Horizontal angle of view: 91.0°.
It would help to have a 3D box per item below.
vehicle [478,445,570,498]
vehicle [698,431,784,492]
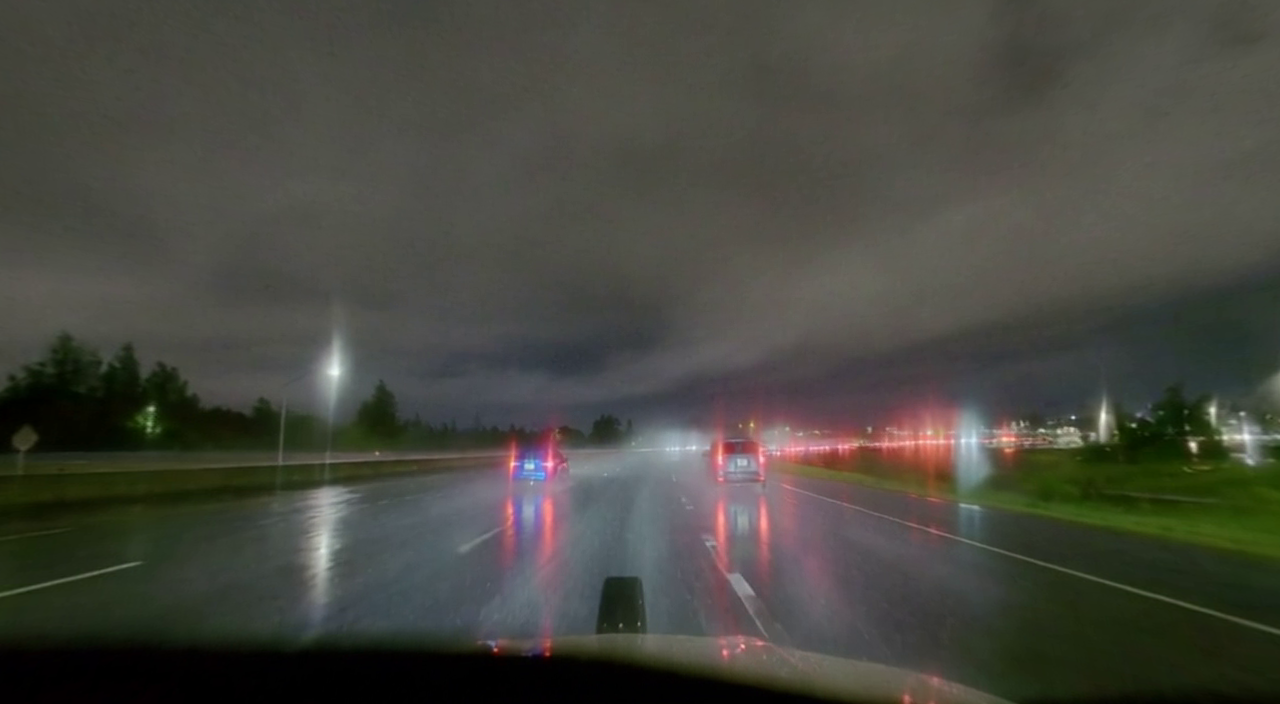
[{"bbox_3d":[-3.515,3.712,19.983,1.937,1.490,4.372,-1,-9,2],"label":"vehicle"},{"bbox_3d":[3.286,3.691,21.433,2.225,1.833,4.340,0,-9,1],"label":"vehicle"}]
